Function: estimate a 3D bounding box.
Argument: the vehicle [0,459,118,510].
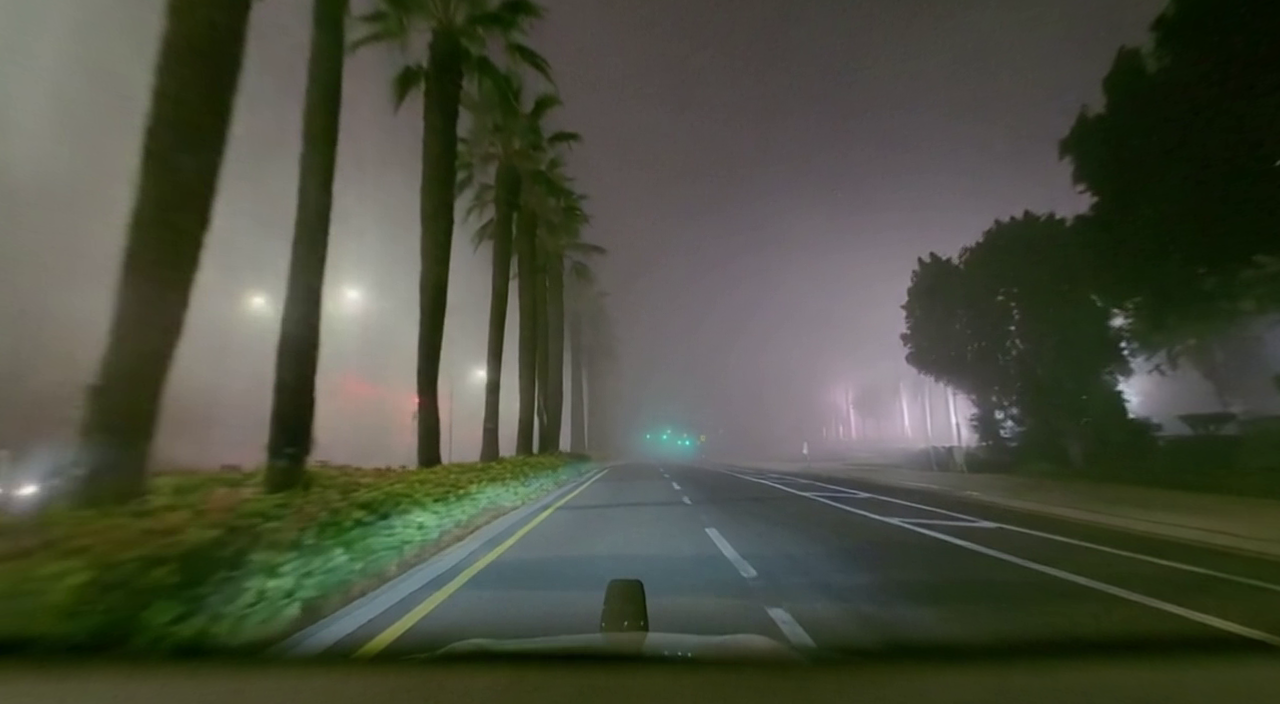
[{"bbox_3d":[-22.373,4.897,23.682,1.809,1.591,4.245,0,-8,0],"label":"vehicle"}]
